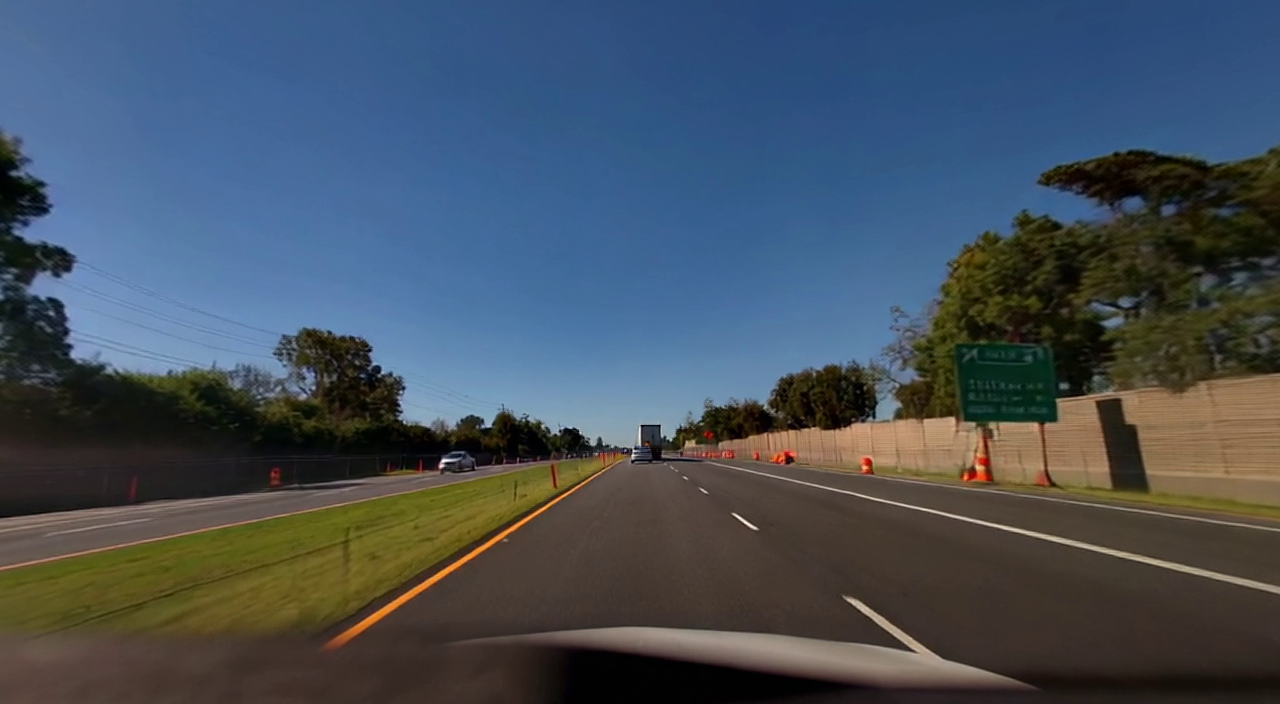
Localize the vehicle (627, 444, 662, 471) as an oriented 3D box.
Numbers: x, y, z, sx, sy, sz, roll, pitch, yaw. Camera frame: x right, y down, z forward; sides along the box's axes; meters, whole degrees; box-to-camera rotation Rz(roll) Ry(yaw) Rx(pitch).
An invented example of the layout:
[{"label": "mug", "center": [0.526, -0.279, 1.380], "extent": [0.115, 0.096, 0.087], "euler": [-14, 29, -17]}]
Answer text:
[{"label": "vehicle", "center": [0.241, 6.548, 39.451], "extent": [2.065, 1.573, 3.734], "euler": [0, -9, -1]}]
